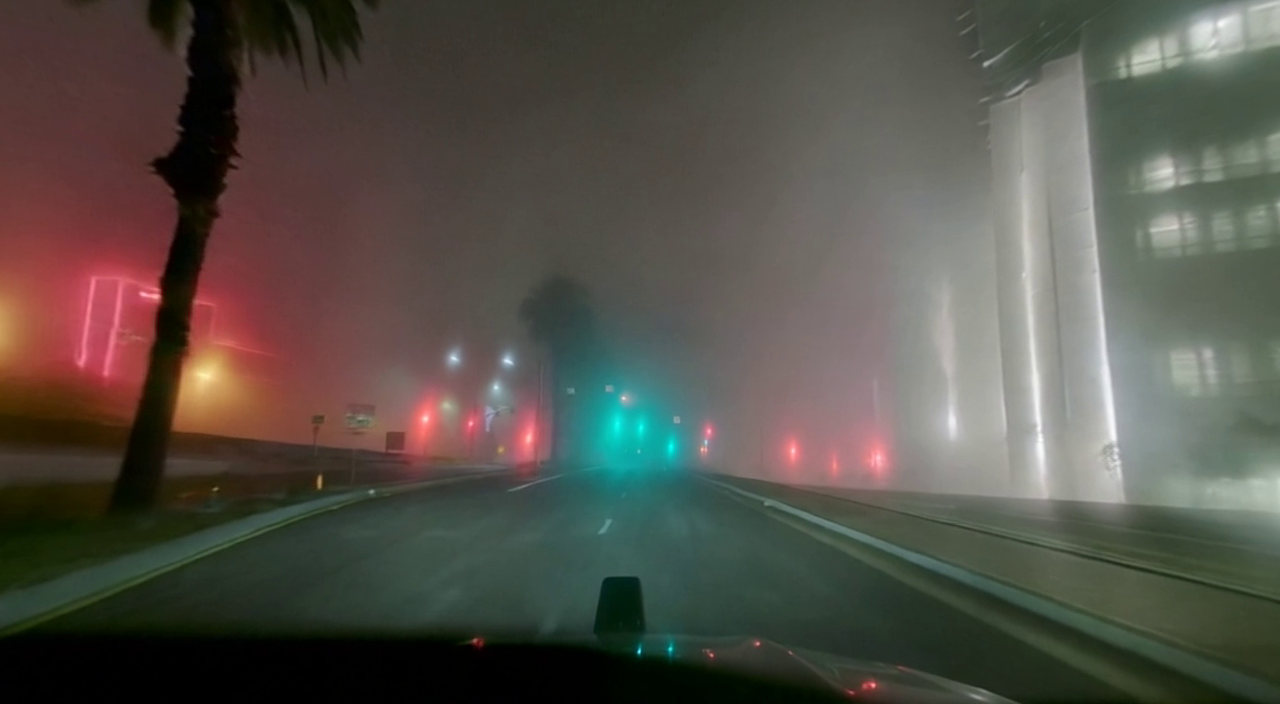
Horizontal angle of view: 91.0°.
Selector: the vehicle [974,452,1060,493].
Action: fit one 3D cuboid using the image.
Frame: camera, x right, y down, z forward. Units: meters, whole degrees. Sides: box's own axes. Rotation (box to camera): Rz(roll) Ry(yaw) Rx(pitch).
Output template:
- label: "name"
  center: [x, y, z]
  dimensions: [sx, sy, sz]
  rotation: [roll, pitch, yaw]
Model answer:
- label: "vehicle"
  center: [28.747, 9.355, 48.378]
  dimensions: [2.599, 2.380, 6.013]
  rotation: [3, -17, -2]
